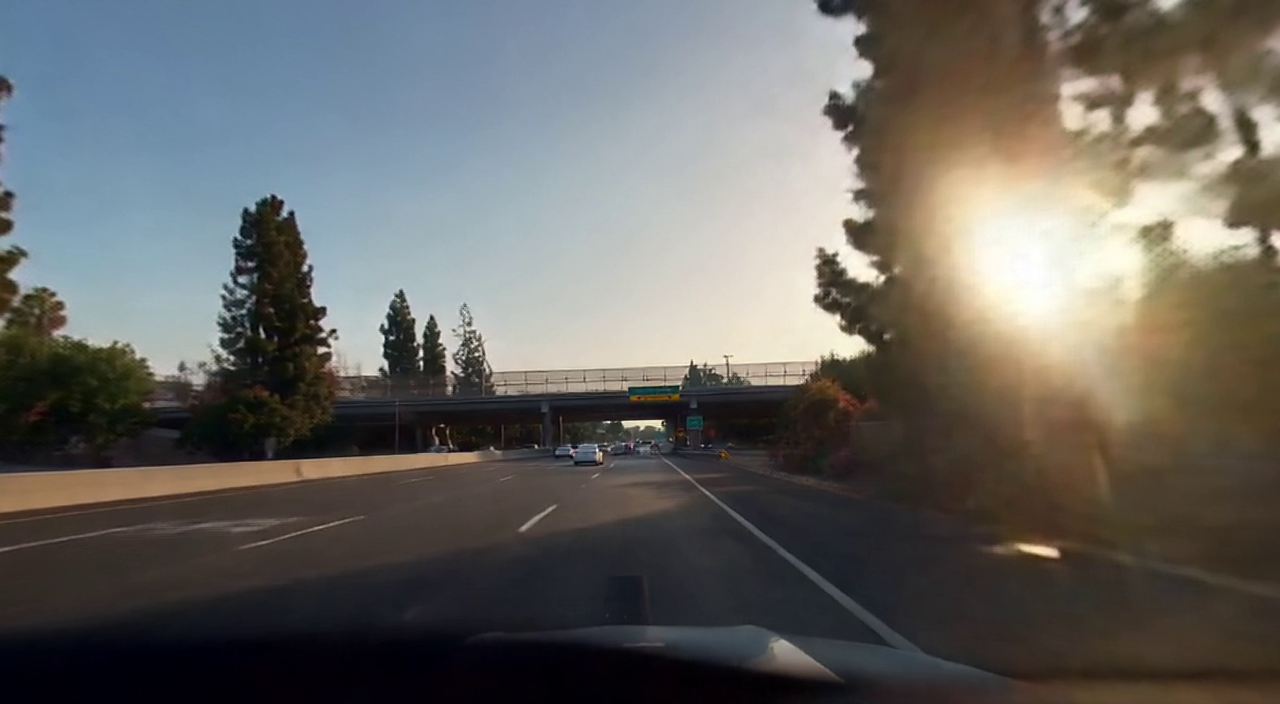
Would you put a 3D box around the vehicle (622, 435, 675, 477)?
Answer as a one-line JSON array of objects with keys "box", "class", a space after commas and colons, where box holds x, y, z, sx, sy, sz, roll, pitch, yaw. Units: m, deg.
[{"box": [0.362, 4.573, 27.906, 2.152, 1.697, 4.066, 0, -8, 0], "class": "vehicle"}]

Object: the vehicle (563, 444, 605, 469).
[{"box": [-3.365, 6.380, 38.836, 2.056, 1.464, 4.564, 0, -8, 1], "class": "vehicle"}]
